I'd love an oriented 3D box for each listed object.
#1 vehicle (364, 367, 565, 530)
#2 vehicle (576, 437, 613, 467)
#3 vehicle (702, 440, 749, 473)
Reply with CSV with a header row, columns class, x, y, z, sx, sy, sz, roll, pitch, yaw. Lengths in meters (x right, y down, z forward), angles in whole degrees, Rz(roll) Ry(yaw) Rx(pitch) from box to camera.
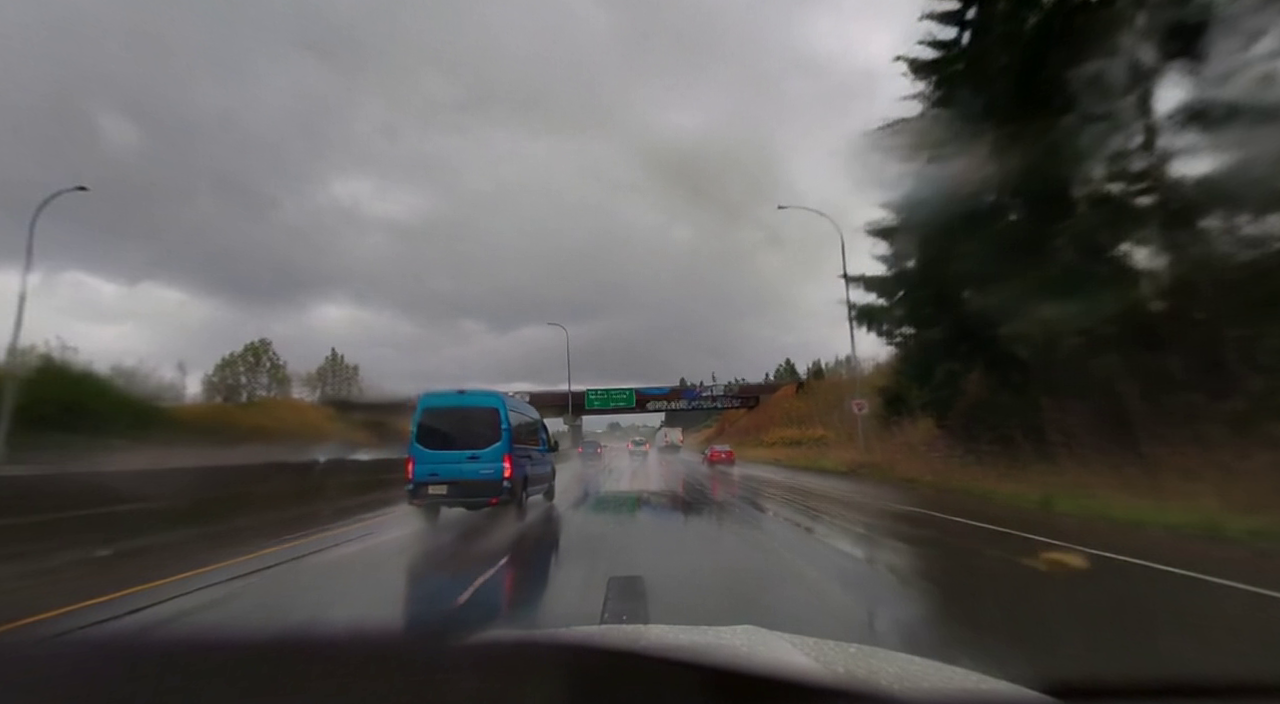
class,x,y,z,sx,sy,sz,roll,pitch,yaw
vehicle,-3.181,2.002,13.154,2.451,2.627,5.868,0,-9,0
vehicle,-3.218,7.237,45.747,2.334,2.051,4.900,0,-9,0
vehicle,4.648,5.788,34.963,1.936,1.664,4.198,0,-9,-1
